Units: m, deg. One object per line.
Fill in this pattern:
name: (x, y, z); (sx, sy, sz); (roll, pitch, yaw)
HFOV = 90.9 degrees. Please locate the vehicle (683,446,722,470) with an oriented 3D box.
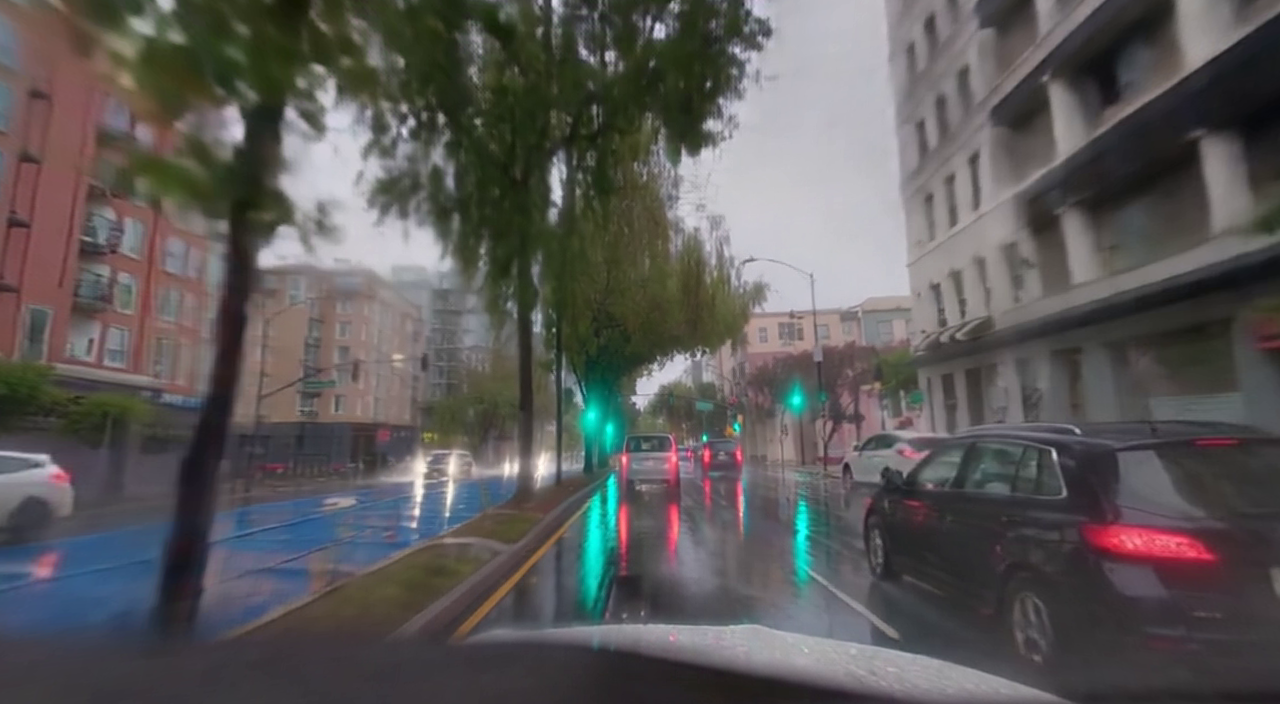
vehicle: (3.888, 6.651, 39.767); (2.045, 1.465, 4.355); (0, -9, 0)

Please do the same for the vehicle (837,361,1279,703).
vehicle: (3.218, 1.215, 5.119); (1.939, 1.746, 4.091); (0, -9, 1)

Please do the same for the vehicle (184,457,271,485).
vehicle: (-28.823, 8.302, 44.199); (4.558, 1.818, 2.120); (0, -9, 1)

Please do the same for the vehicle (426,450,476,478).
vehicle: (-13.289, 7.866, 44.608); (1.914, 1.889, 4.585); (0, -9, 2)

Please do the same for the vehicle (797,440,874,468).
vehicle: (14.623, 7.654, 47.534); (5.156, 2.005, 2.122); (-1, -9, 7)

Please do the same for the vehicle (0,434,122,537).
vehicle: (-14.285, 2.627, 12.282); (2.640, 2.054, 6.504); (-1, -9, 3)

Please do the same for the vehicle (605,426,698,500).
vehicle: (0.292, 2.956, 17.146); (2.209, 1.748, 4.130); (0, -9, 1)
